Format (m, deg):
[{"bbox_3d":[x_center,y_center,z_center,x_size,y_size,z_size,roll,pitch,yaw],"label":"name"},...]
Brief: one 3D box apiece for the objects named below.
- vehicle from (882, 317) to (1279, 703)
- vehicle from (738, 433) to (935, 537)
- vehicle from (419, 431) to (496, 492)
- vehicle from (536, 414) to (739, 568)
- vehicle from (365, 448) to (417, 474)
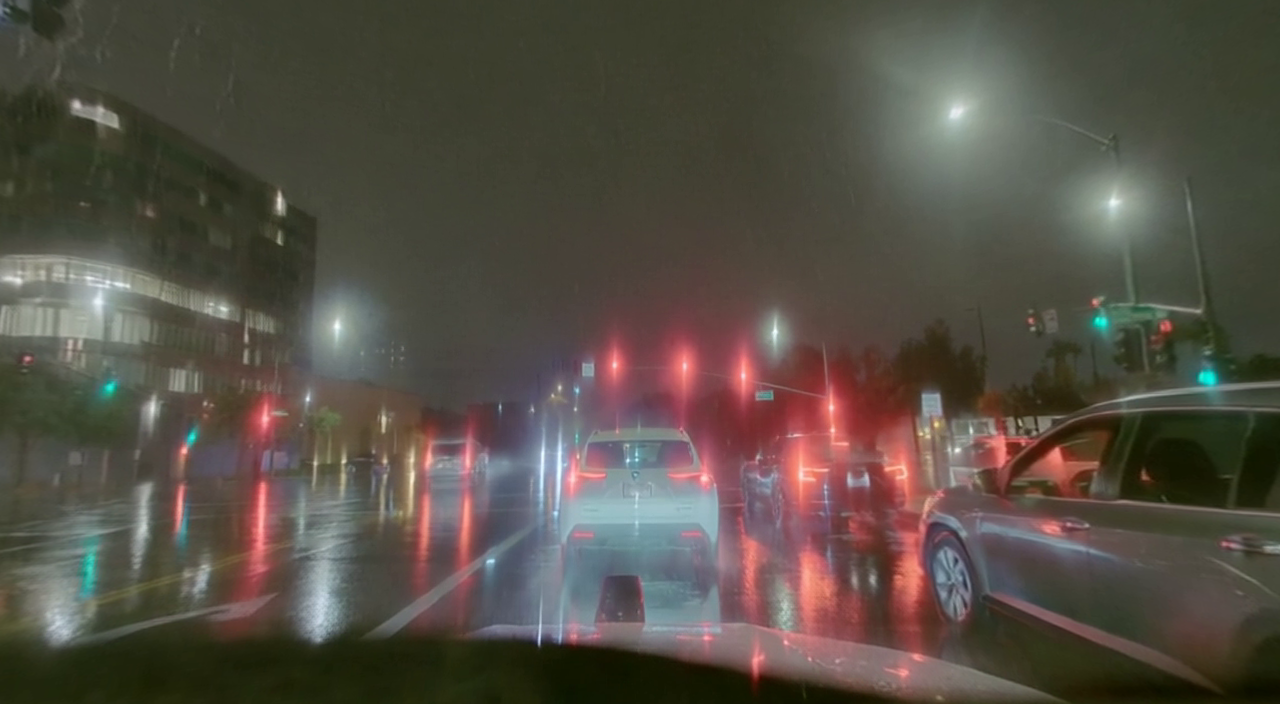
[{"bbox_3d":[3.011,0.880,2.795,2.103,1.701,4.294,0,-9,-1],"label":"vehicle"},{"bbox_3d":[3.159,2.231,11.283,2.001,1.463,4.398,0,-8,-2],"label":"vehicle"},{"bbox_3d":[-6.378,3.707,21.724,2.021,1.837,4.448,3,-9,-21],"label":"vehicle"},{"bbox_3d":[-0.078,1.802,8.902,2.188,1.637,4.027,0,-9,-2],"label":"vehicle"},{"bbox_3d":[-18.780,8.221,47.930,2.026,1.836,4.726,0,-8,0],"label":"vehicle"}]
